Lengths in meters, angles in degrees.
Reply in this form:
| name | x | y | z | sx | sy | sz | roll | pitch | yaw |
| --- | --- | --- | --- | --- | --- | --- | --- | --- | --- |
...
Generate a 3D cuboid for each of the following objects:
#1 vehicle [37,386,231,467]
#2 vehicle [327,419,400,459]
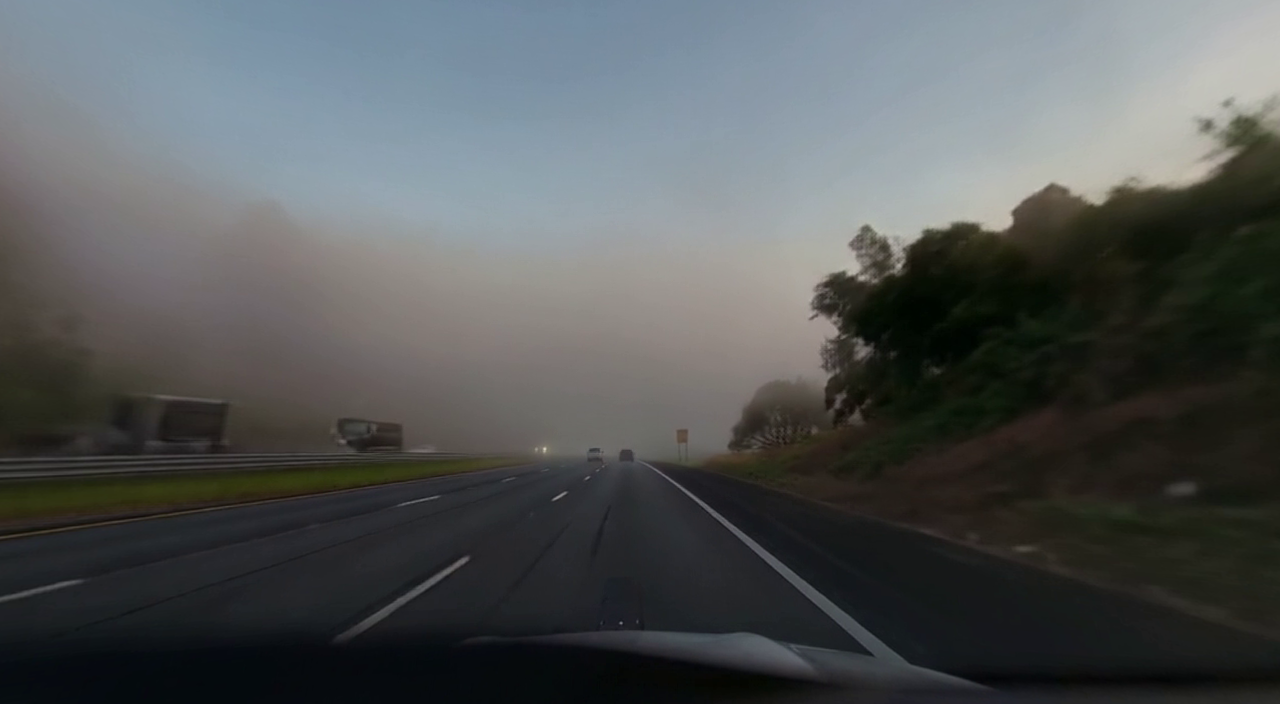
| name | x | y | z | sx | sy | sz | roll | pitch | yaw |
| --- | --- | --- | --- | --- | --- | --- | --- | --- | --- |
| vehicle | -23.439 | 3.674 | 29.994 | 2.632 | 3.352 | 7.766 | 0 | -9 | 0 |
| vehicle | -19.767 | 6.344 | 45.501 | 2.337 | 2.638 | 6.419 | 0 | -9 | -1 |
